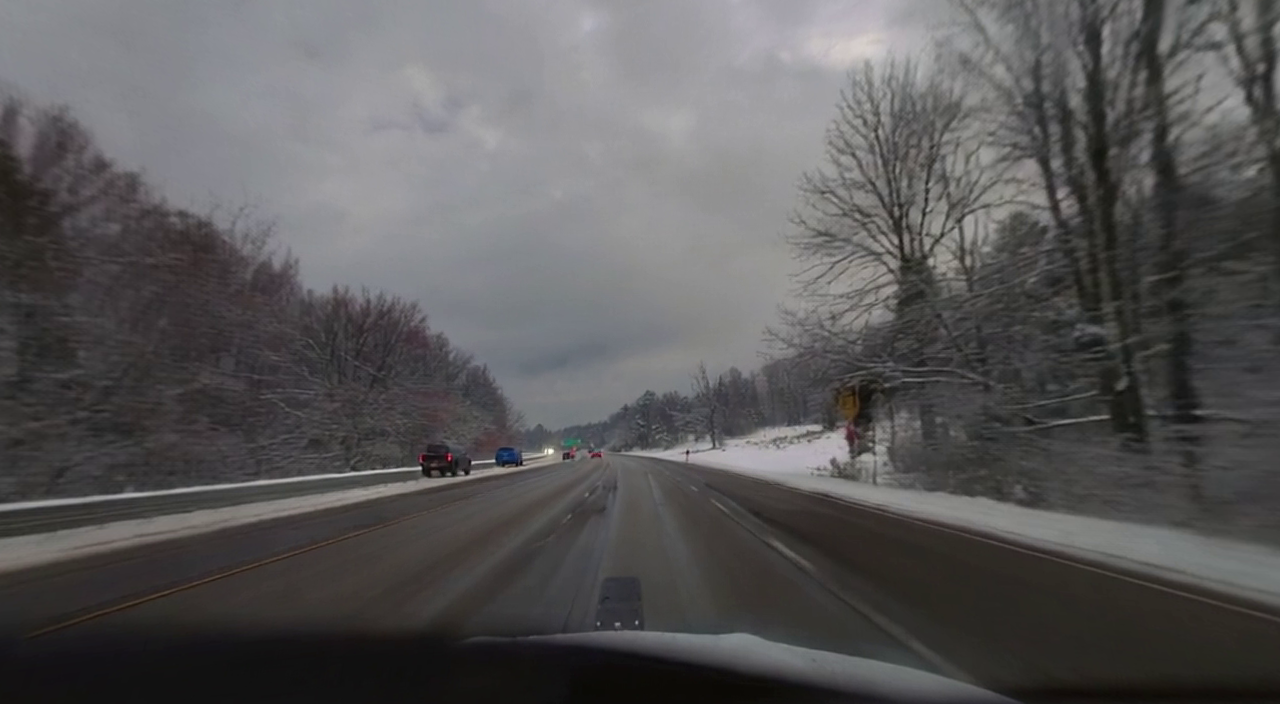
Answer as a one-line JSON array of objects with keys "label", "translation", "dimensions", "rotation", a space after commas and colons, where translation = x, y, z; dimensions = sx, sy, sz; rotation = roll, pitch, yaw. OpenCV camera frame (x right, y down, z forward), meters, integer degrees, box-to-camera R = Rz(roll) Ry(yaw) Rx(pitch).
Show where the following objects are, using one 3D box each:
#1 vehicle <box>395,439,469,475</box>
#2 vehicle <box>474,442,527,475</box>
[{"label": "vehicle", "translation": [-11.860, 6.034, 36.430], "dimensions": [2.425, 1.926, 5.584], "rotation": [0, -9, -1]}, {"label": "vehicle", "translation": [-7.689, 5.921, 35.146], "dimensions": [2.060, 1.680, 4.255], "rotation": [0, -9, -1]}]
